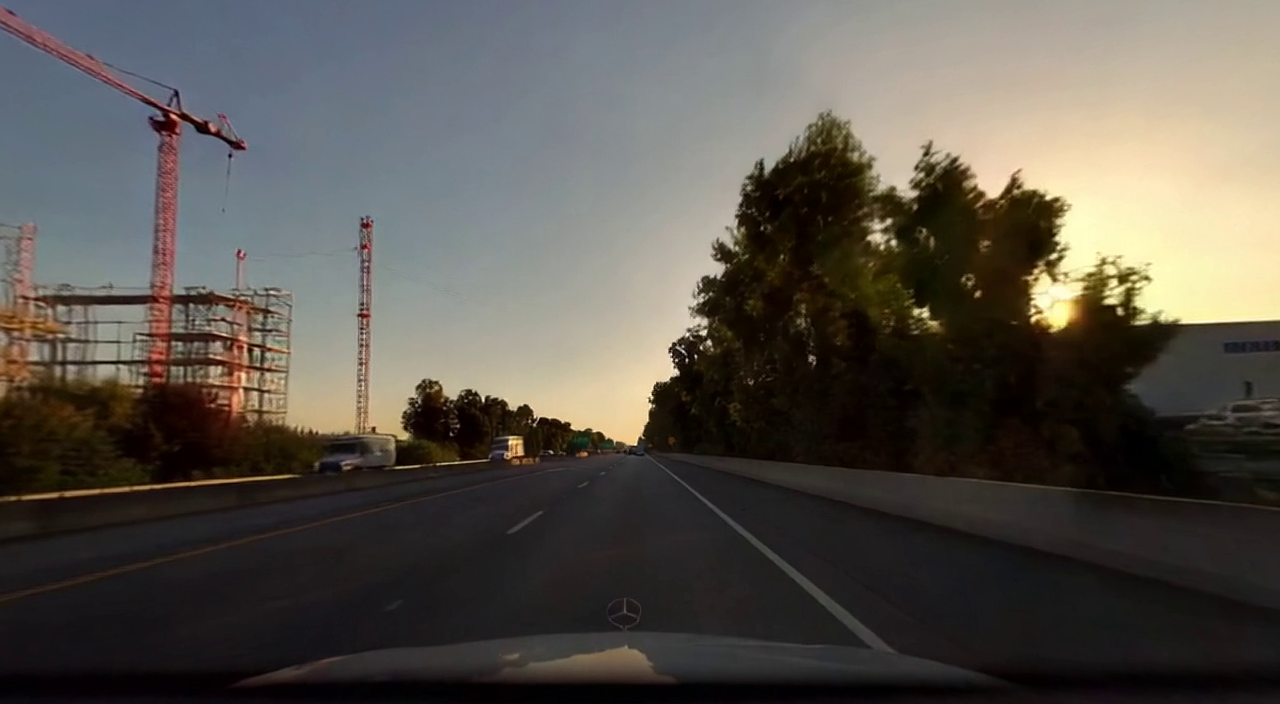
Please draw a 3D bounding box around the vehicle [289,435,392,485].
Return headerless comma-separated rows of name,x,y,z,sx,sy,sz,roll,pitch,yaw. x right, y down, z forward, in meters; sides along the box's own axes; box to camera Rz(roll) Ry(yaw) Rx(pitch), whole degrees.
vehicle,-16.491,5.959,35.289,2.538,2.507,6.224,0,-9,2
